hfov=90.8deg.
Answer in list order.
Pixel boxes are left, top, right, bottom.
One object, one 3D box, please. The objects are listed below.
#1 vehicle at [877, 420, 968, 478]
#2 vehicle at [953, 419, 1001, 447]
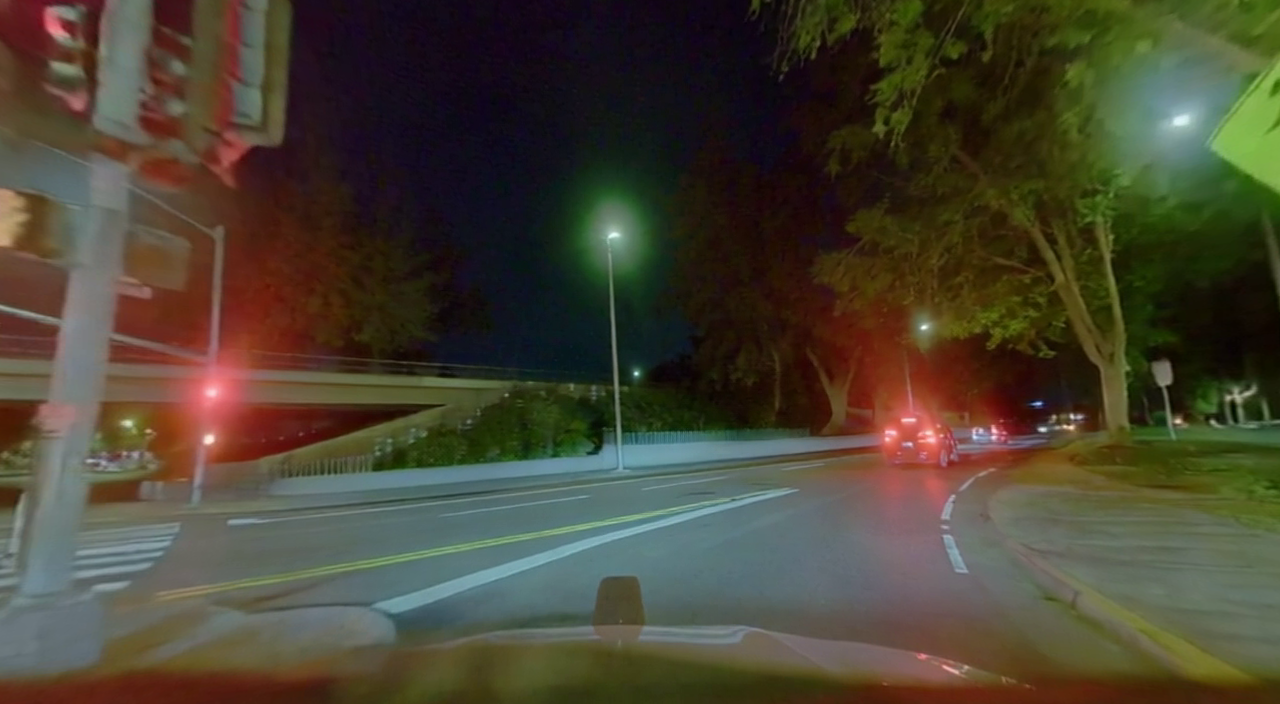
[{"bbox_3d":[9.169,3.104,20.339,1.908,1.622,4.166,-6,-10,33],"label":"vehicle"},{"bbox_3d":[24.714,5.962,46.228,2.122,1.954,5.144,-7,-11,37],"label":"vehicle"}]
